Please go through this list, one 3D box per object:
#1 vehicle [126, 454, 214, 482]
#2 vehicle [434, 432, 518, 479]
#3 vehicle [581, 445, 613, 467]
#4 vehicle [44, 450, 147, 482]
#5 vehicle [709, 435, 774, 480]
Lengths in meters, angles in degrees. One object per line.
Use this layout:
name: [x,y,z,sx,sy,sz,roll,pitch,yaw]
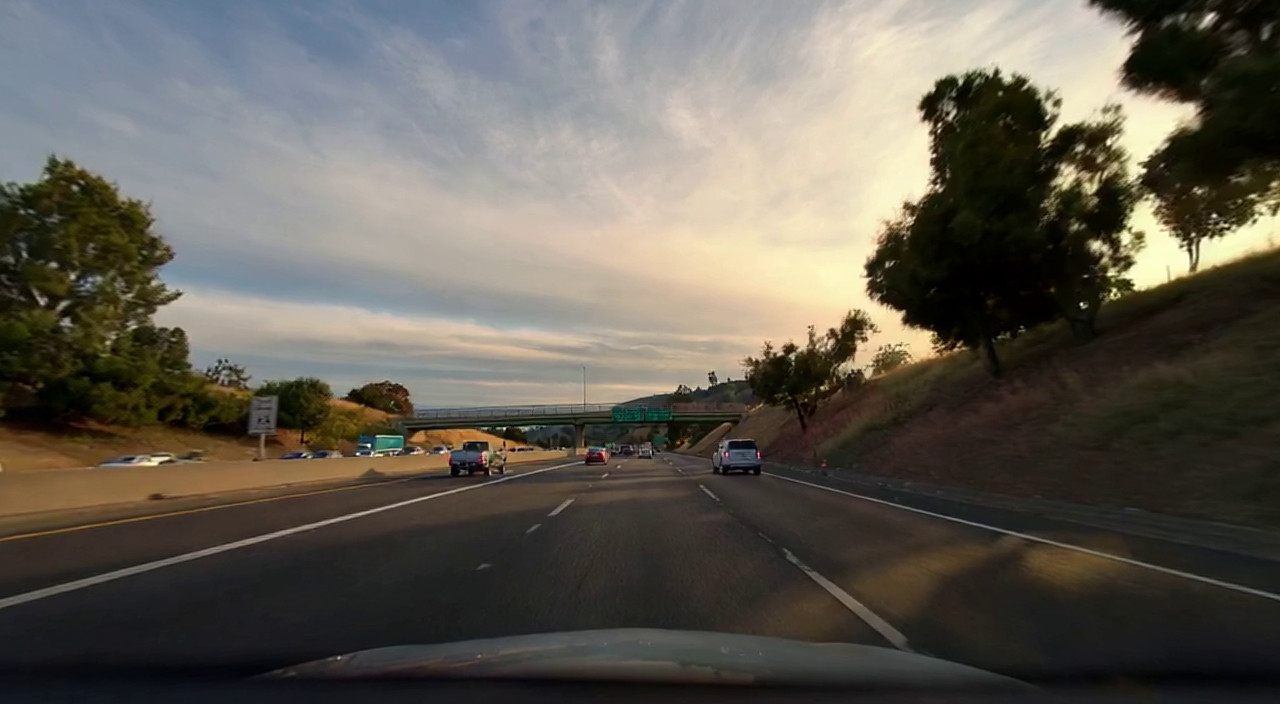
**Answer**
vehicle: [-28.875,7.124,38.897,1.845,1.514,4.682,0,-9,0]
vehicle: [-7.570,4.853,29.793,2.341,1.959,5.684,0,-9,1]
vehicle: [-3.154,7.722,47.040,2.067,1.528,4.551,0,-9,1]
vehicle: [-35.100,7.338,40.822,2.034,1.900,5.300,0,-9,-2]
vehicle: [4.198,4.446,26.715,1.990,1.735,4.276,0,-9,0]
